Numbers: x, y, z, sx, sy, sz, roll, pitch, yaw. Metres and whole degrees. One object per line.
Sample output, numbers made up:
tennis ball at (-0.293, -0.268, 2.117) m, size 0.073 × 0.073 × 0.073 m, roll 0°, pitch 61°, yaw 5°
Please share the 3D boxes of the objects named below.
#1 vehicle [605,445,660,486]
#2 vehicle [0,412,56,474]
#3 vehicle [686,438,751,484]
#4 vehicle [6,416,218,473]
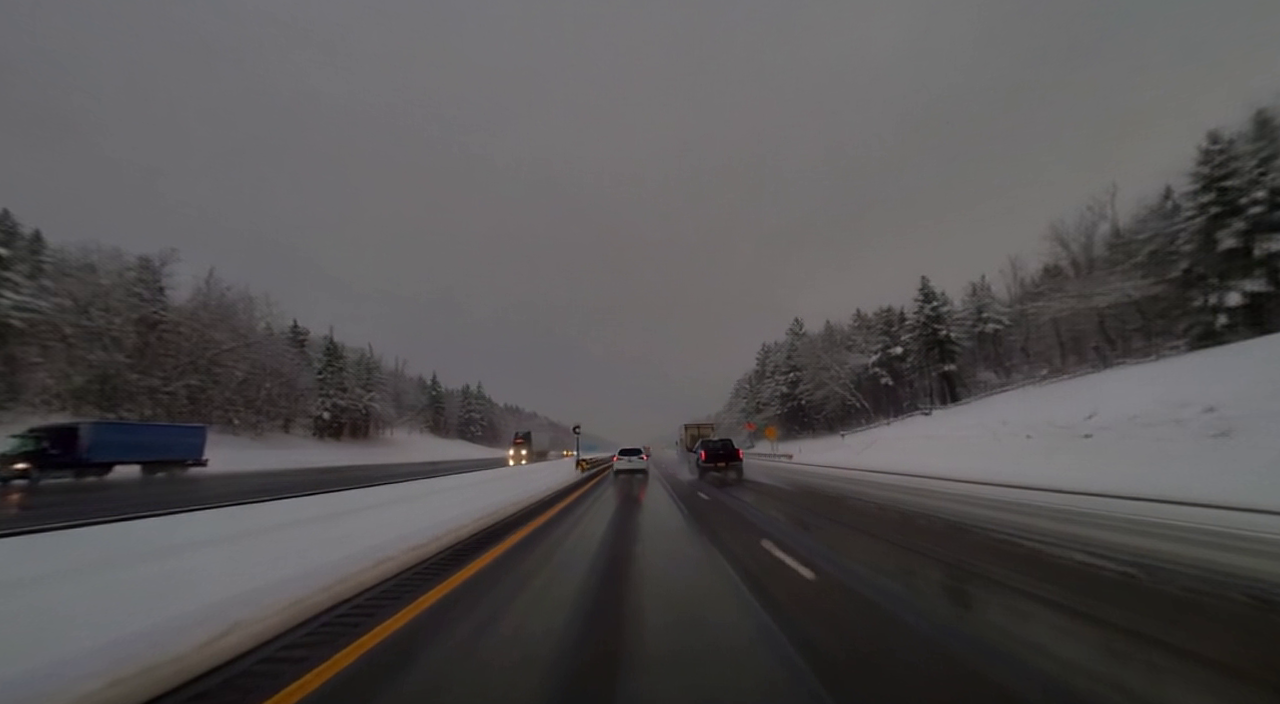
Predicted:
vehicle at (-0.294, 4.368, 24.431) m, size 1.970 × 1.441 × 3.846 m, roll 0°, pitch -9°, yaw -1°
vehicle at (-35.487, 5.057, 34.981) m, size 2.857 × 3.275 × 3.008 m, roll 0°, pitch -9°, yaw 1°
vehicle at (3.145, 4.483, 26.153) m, size 2.048 × 1.704 × 4.284 m, roll 0°, pitch -9°, yaw -1°
vehicle at (-35.528, 6.512, 43.820) m, size 2.733 × 3.285 × 14.018 m, roll 0°, pitch -9°, yaw 0°
